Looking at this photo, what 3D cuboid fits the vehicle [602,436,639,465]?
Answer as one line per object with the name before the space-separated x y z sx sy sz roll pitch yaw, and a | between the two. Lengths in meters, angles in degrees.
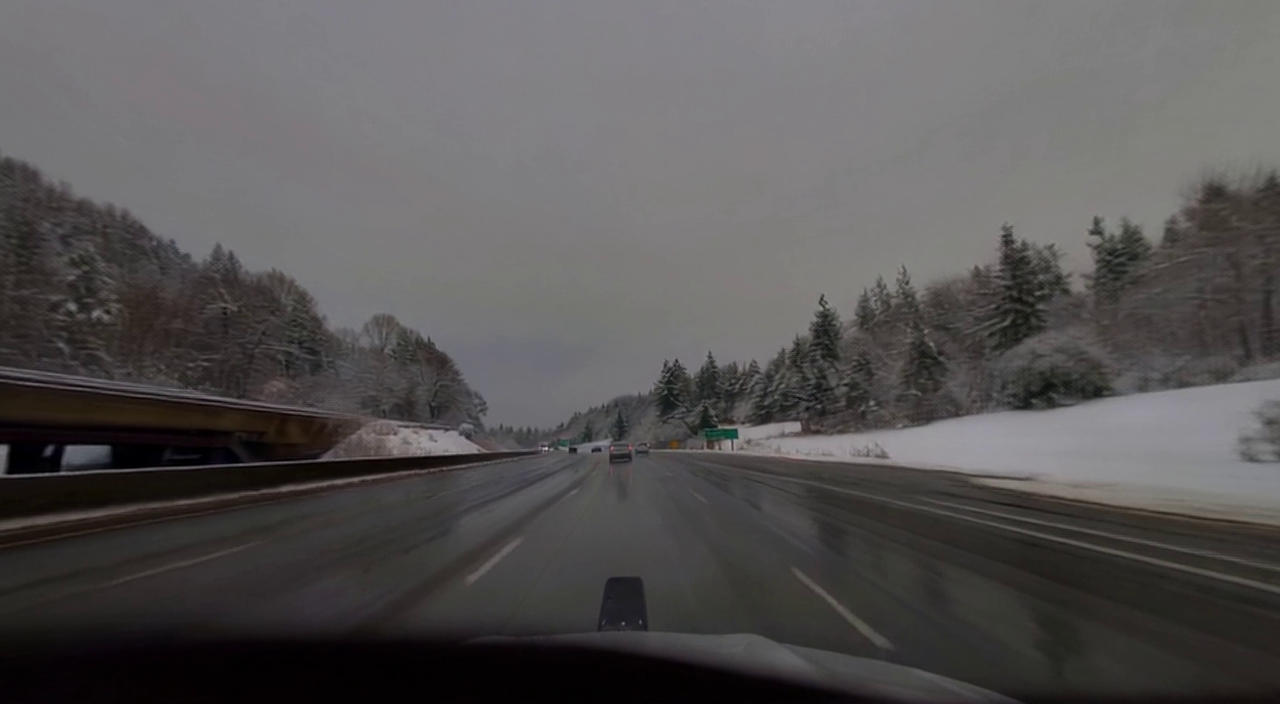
vehicle | -1.352 6.561 42.290 2.328 1.805 4.502 0 -8 -3
